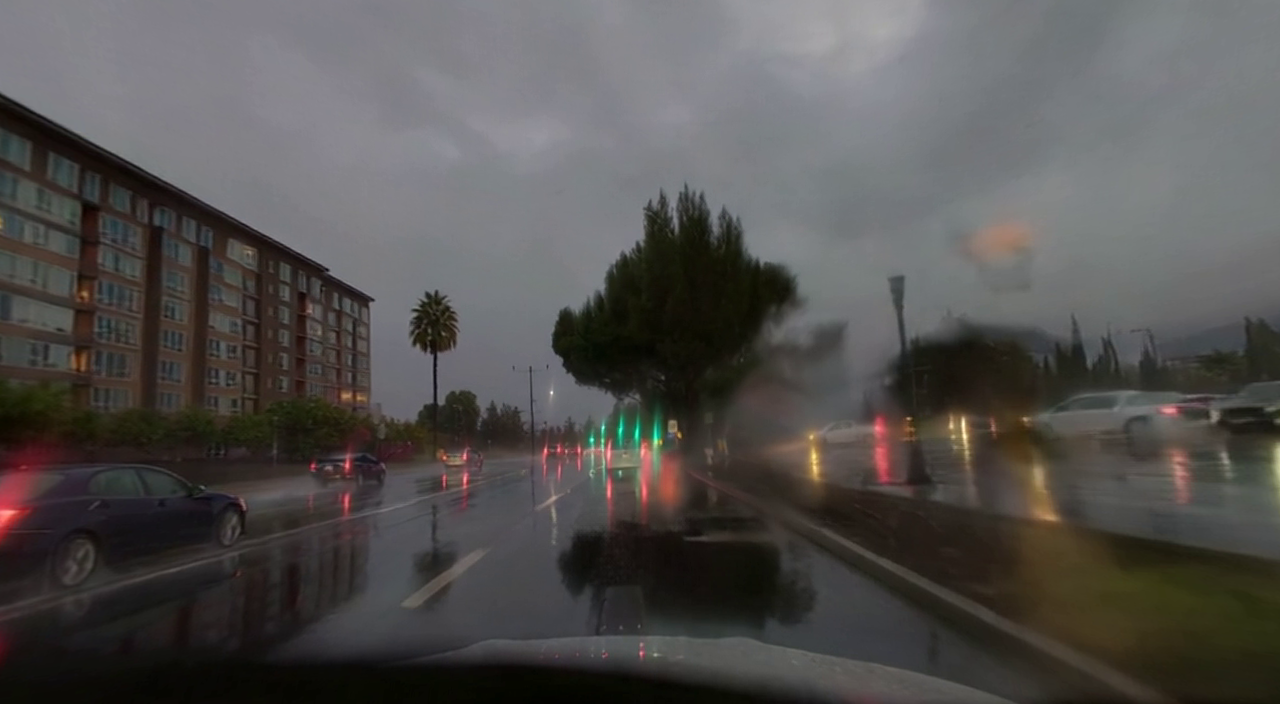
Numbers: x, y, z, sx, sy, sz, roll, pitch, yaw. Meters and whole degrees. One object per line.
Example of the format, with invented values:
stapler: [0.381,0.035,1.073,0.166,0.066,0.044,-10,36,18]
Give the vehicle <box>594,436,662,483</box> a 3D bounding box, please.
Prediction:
vehicle: [-0.401,3.687,21.963,2.099,1.469,4.389,0,-8,-1]

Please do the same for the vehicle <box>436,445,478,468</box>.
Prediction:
vehicle: [-14.272,8.182,49.527,2.064,1.686,4.380,0,-8,-1]

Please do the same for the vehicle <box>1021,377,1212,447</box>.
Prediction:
vehicle: [15.844,2.184,21.535,2.395,2.028,5.135,0,-9,-1]

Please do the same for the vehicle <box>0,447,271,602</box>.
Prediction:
vehicle: [-7.045,1.951,8.057,1.906,1.449,4.576,0,-8,0]

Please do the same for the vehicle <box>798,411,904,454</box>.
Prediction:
vehicle: [12.697,4.853,38.310,5.253,2.014,2.666,-5,-6,-4]

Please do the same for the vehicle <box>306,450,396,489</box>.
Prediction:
vehicle: [-12.270,4.979,27.210,2.024,1.484,4.592,1,-9,-5]
